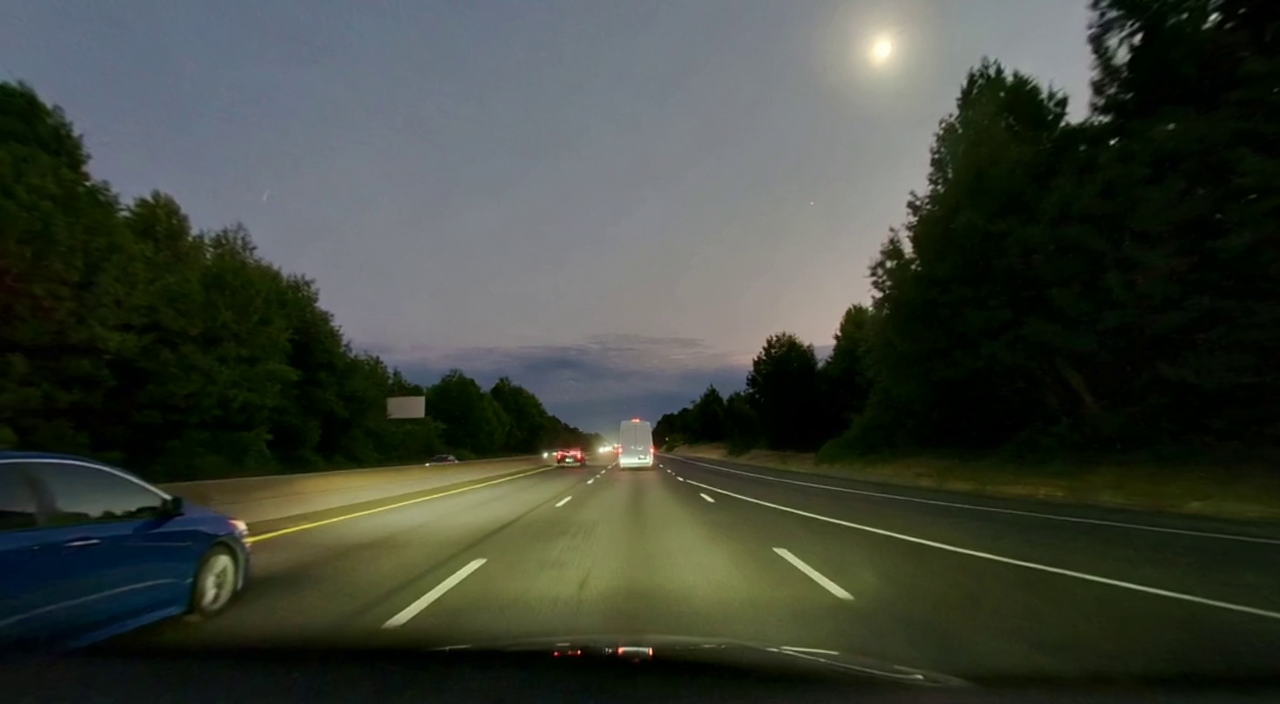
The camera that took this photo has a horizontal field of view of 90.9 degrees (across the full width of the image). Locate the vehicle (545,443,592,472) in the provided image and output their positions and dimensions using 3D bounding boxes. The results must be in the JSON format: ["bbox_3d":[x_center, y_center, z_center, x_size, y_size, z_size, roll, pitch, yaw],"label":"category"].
[{"bbox_3d":[-4.281,6.358,38.280,2.311,1.655,4.382,0,-9,1],"label":"vehicle"}]

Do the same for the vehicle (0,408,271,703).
[{"bbox_3d":[-3.752,0.960,2.450,1.916,1.506,4.476,0,-9,0],"label":"vehicle"}]
